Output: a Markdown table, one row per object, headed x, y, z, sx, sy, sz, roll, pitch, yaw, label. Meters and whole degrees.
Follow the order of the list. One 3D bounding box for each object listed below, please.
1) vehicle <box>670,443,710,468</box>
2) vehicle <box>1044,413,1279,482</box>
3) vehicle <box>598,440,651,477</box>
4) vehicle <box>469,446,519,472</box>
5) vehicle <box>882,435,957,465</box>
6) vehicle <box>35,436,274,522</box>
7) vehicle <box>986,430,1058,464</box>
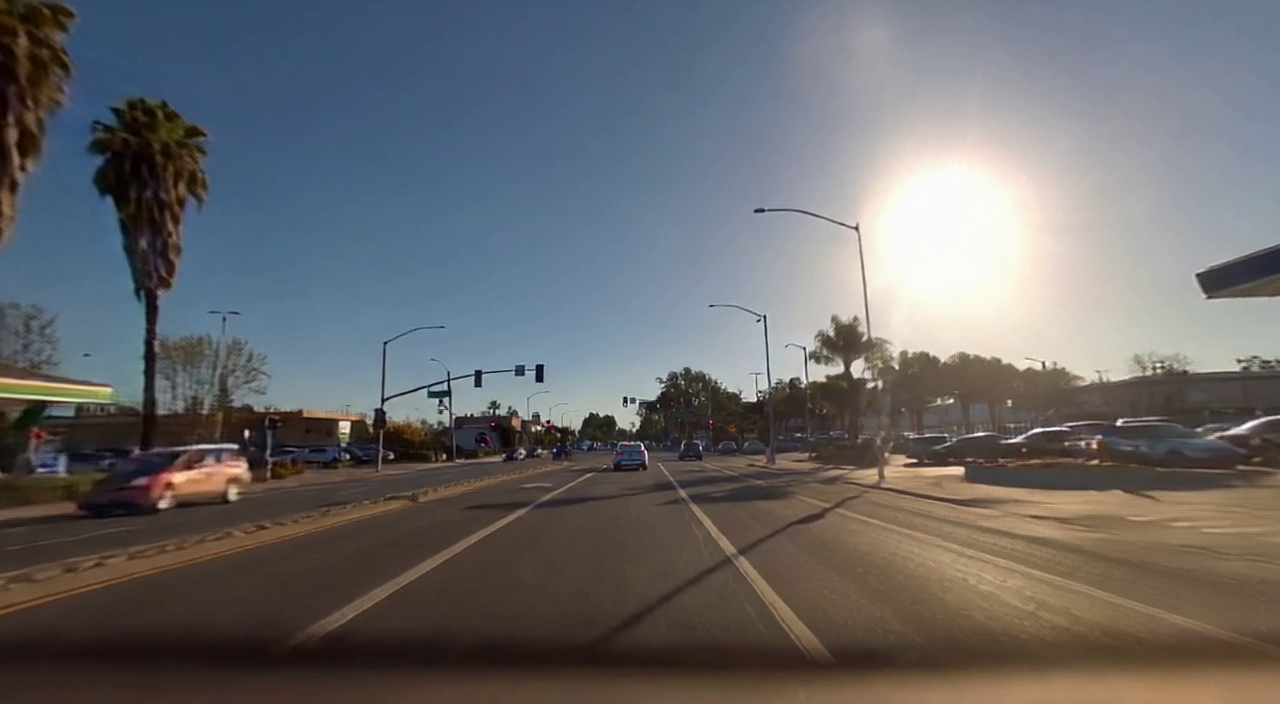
| x | y | z | sx | sy | sz | roll | pitch | yaw | label |
| --- | --- | --- | --- | --- | --- | --- | --- | --- | --- |
| 3.054 | 6.466 | 39.720 | 2.060 | 1.471 | 4.168 | 0 | -9 | -1 | vehicle |
| 16.377 | 3.036 | 20.176 | 2.172 | 1.855 | 5.526 | 3 | -9 | -21 | vehicle |
| -0.641 | 4.694 | 28.078 | 2.160 | 1.508 | 4.319 | 0 | -9 | -1 | vehicle |
| -8.705 | 6.404 | 38.057 | 1.894 | 1.486 | 4.359 | 0 | -9 | 0 | vehicle |
| 14.764 | 5.151 | 33.311 | 1.985 | 1.479 | 4.580 | -9 | -12 | 44 | vehicle |
| -11.569 | 3.027 | 15.678 | 2.098 | 1.766 | 4.787 | 0 | -9 | 0 | vehicle |
| 20.006 | 4.949 | 33.065 | 4.432 | 1.556 | 2.012 | 6 | -11 | -44 | vehicle |
